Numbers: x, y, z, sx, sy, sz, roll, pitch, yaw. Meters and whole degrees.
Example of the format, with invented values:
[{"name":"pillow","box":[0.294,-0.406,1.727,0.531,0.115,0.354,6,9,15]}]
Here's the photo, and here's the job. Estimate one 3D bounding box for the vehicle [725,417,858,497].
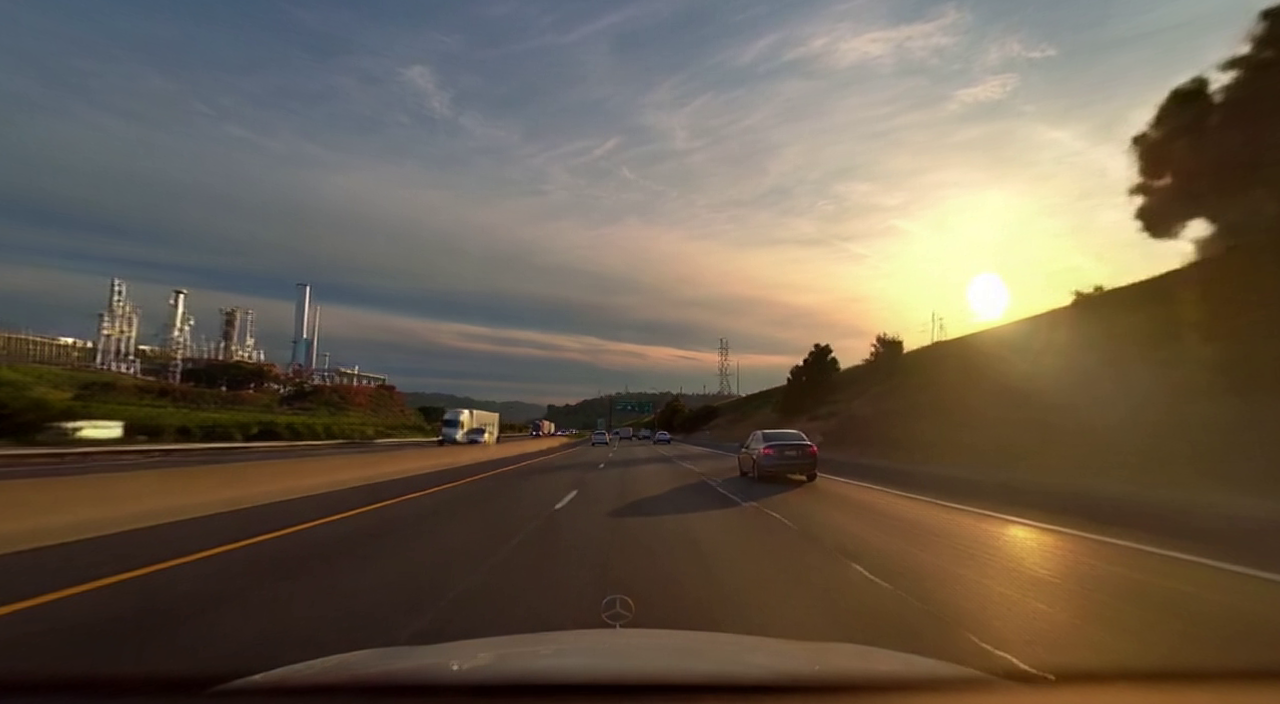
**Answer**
[{"name":"vehicle","box":[3.415,2.452,15.118,2.022,1.637,4.229,0,-8,-2]}]
